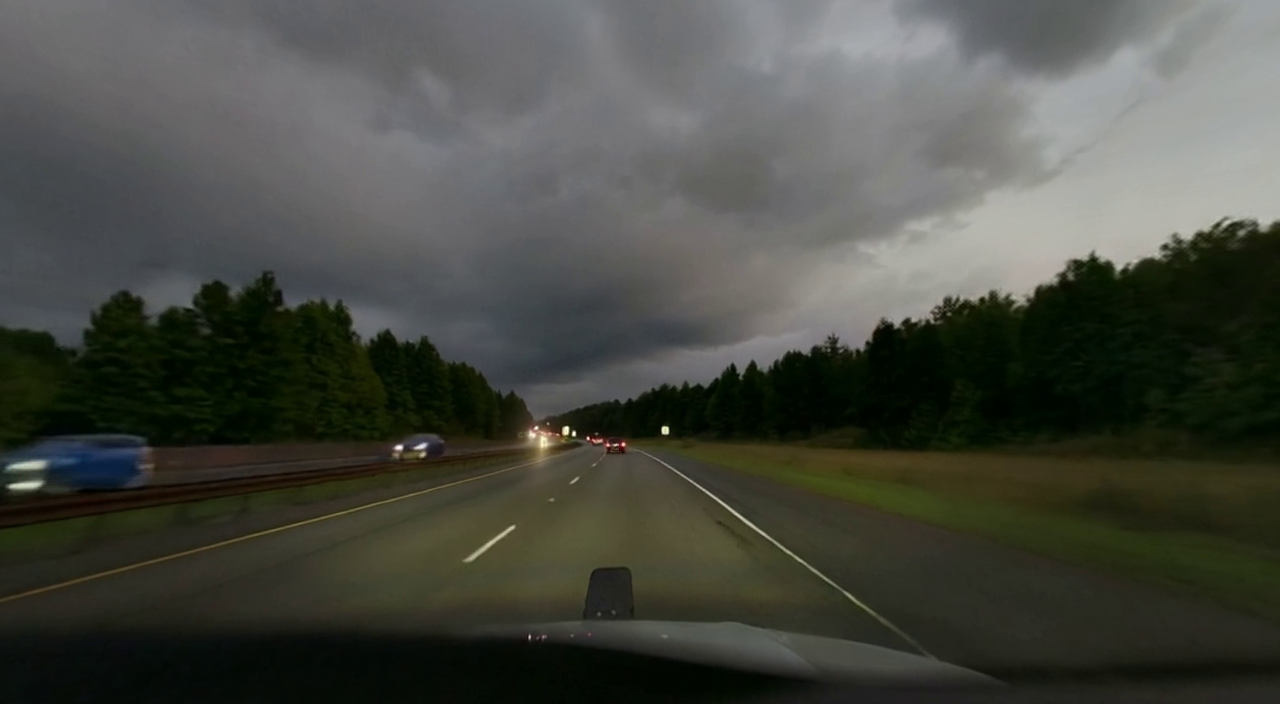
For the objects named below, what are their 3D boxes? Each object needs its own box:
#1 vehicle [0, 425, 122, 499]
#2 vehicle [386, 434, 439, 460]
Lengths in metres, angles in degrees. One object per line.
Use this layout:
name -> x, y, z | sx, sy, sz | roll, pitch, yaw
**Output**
vehicle -> -15.138, 2.592, 14.970 | 1.989, 1.617, 4.293 | 0, -8, -1
vehicle -> -15.436, 6.459, 42.935 | 2.041, 1.622, 4.537 | 0, -8, -1
